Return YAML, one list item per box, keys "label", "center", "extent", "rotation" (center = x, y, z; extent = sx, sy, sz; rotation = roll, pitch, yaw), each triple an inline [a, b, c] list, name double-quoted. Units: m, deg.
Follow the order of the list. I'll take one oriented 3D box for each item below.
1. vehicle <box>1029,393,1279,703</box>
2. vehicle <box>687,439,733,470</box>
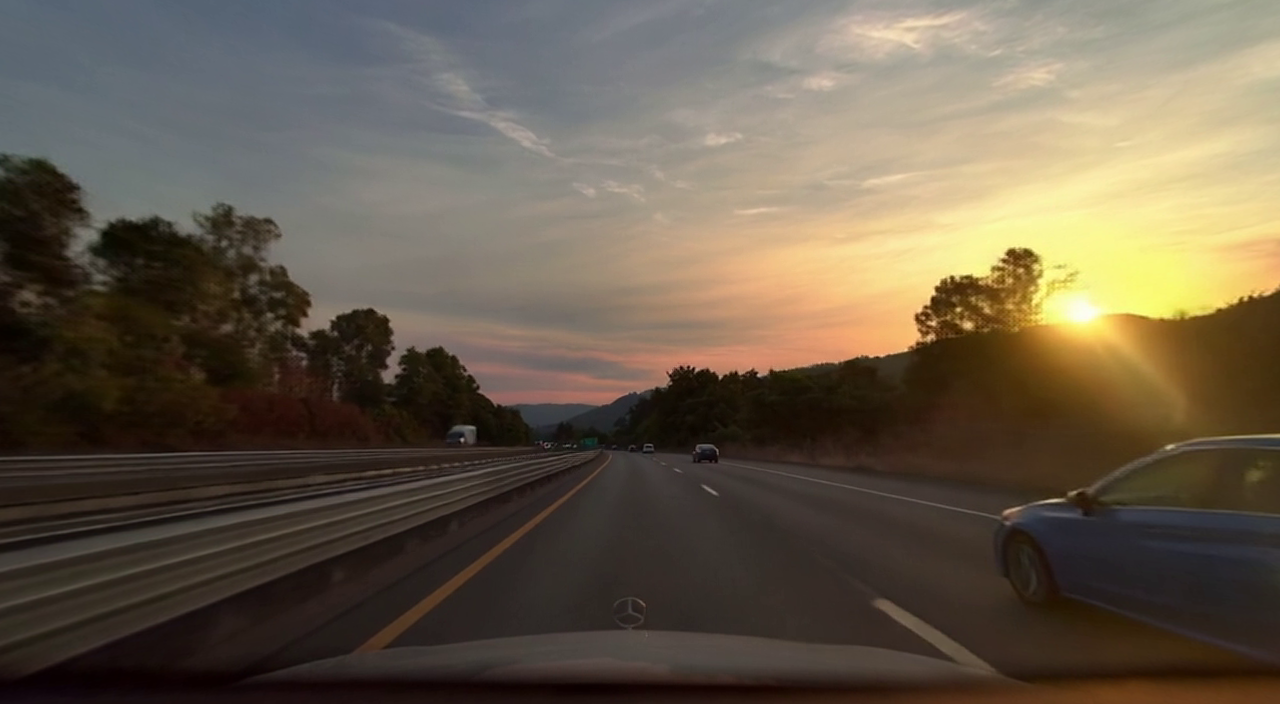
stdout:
- label: "vehicle"
  center: [4.017, 0.925, 2.656]
  extent: [2.072, 1.528, 4.176]
  rotation: [0, -8, 0]
- label: "vehicle"
  center: [3.662, 5.428, 33.374]
  extent: [1.945, 1.538, 3.729]
  rotation: [0, -8, -1]
